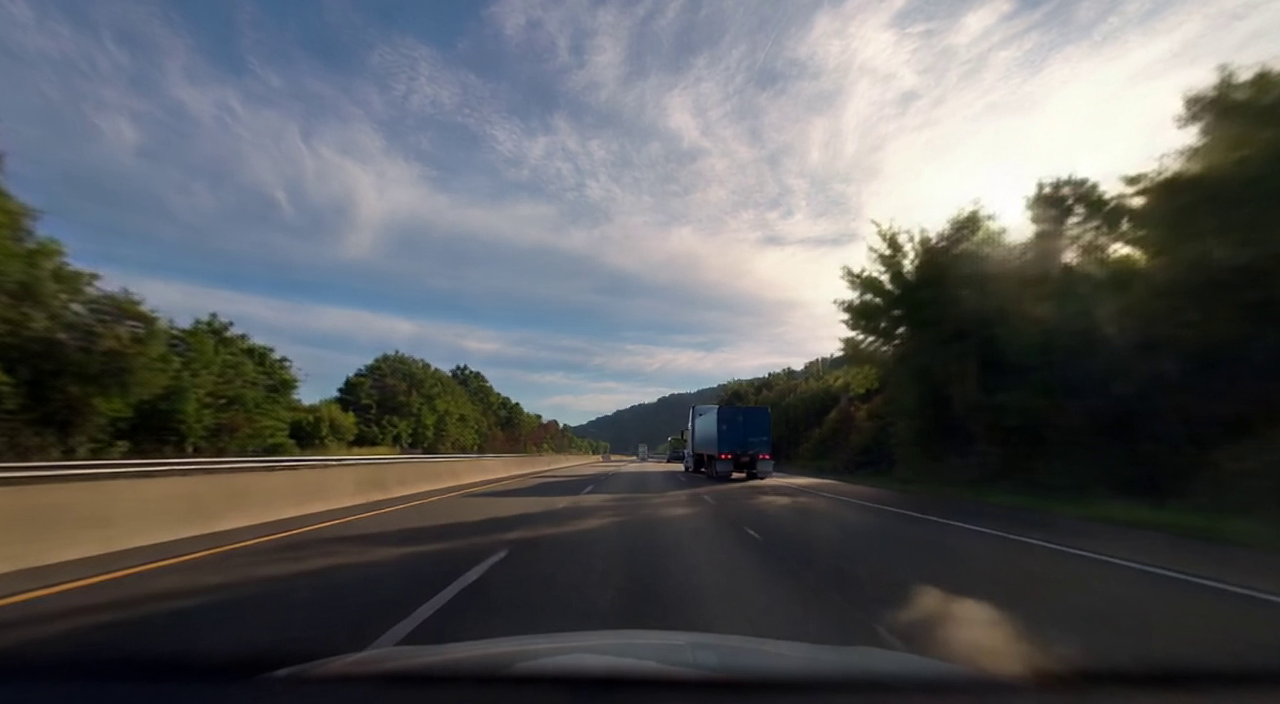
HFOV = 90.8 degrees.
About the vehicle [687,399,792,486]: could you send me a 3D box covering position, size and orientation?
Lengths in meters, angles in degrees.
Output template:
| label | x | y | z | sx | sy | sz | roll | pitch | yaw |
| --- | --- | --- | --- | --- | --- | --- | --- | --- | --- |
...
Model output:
| label | x | y | z | sx | sy | sz | roll | pitch | yaw |
| --- | --- | --- | --- | --- | --- | --- | --- | --- | --- |
| vehicle | 4.503 | 4.714 | 32.273 | 2.868 | 3.427 | 14.032 | 0 | -9 | -1 |
